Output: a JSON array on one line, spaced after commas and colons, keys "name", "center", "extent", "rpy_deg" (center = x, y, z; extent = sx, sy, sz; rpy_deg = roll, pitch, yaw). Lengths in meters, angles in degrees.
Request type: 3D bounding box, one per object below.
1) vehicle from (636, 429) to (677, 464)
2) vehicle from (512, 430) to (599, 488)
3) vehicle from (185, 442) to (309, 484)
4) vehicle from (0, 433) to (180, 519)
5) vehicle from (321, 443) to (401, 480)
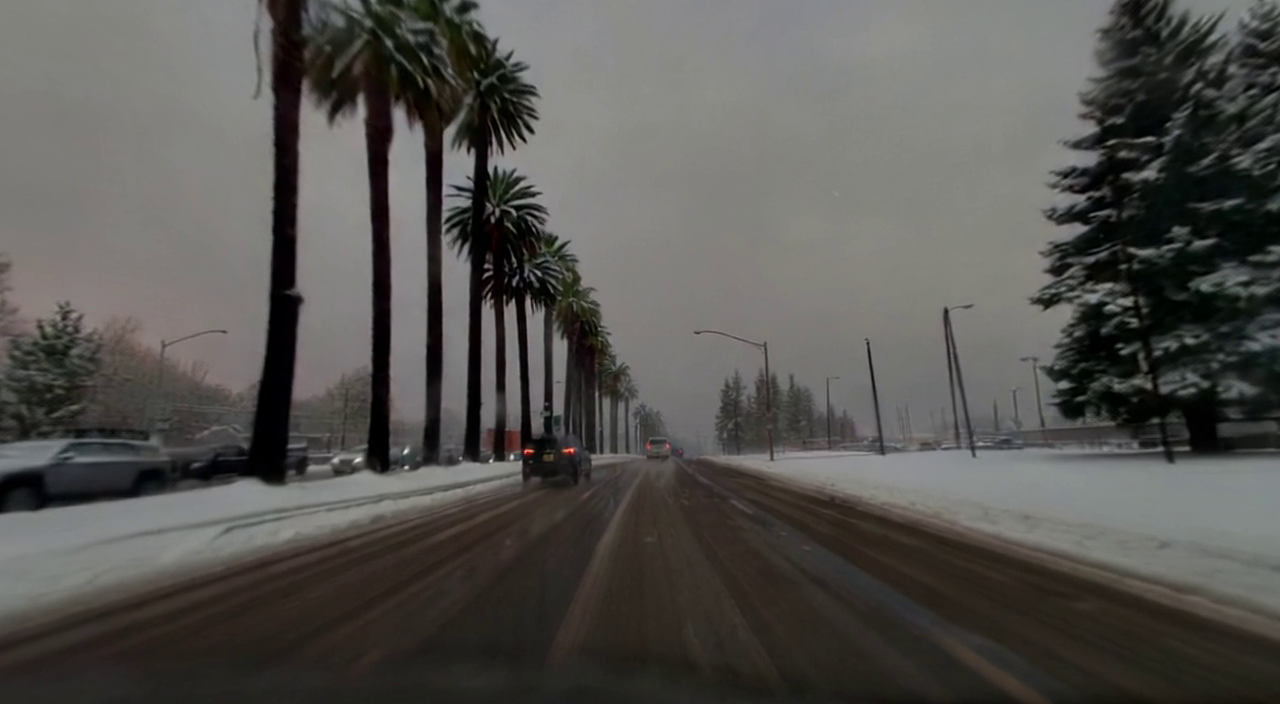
[{"name": "vehicle", "center": [1.368, 7.351, 48.672], "extent": [2.758, 2.550, 4.206], "rpy_deg": [0, -9, 7]}, {"name": "vehicle", "center": [-2.857, 3.745, 22.337], "extent": [2.188, 1.819, 4.667], "rpy_deg": [0, -8, 3]}, {"name": "vehicle", "center": [-20.117, 5.685, 32.616], "extent": [2.425, 1.960, 5.936], "rpy_deg": [0, -8, 2]}, {"name": "vehicle", "center": [-15.654, 3.128, 16.418], "extent": [2.557, 1.912, 5.960], "rpy_deg": [0, -8, 2]}, {"name": "vehicle", "center": [-15.774, 6.180, 35.800], "extent": [2.142, 1.913, 4.745], "rpy_deg": [0, -8, 3]}]
